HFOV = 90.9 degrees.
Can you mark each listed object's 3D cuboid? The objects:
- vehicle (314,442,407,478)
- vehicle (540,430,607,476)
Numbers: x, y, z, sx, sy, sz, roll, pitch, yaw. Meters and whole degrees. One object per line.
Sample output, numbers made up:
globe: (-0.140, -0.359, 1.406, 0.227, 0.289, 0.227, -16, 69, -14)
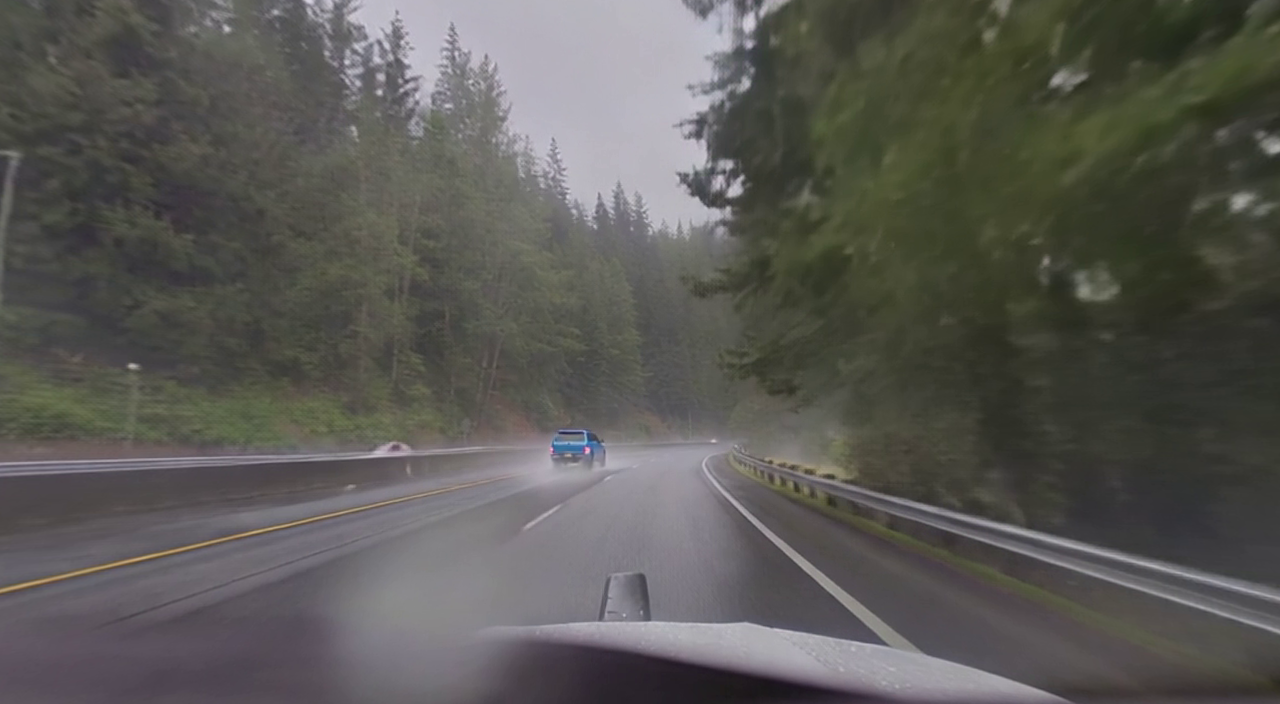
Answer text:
vehicle: (-12.439, 4.815, 28.404, 1.928, 1.470, 4.302, -1, -8, 5)
vehicle: (-2.694, 4.273, 26.802, 2.005, 1.752, 4.479, -1, -8, 5)
